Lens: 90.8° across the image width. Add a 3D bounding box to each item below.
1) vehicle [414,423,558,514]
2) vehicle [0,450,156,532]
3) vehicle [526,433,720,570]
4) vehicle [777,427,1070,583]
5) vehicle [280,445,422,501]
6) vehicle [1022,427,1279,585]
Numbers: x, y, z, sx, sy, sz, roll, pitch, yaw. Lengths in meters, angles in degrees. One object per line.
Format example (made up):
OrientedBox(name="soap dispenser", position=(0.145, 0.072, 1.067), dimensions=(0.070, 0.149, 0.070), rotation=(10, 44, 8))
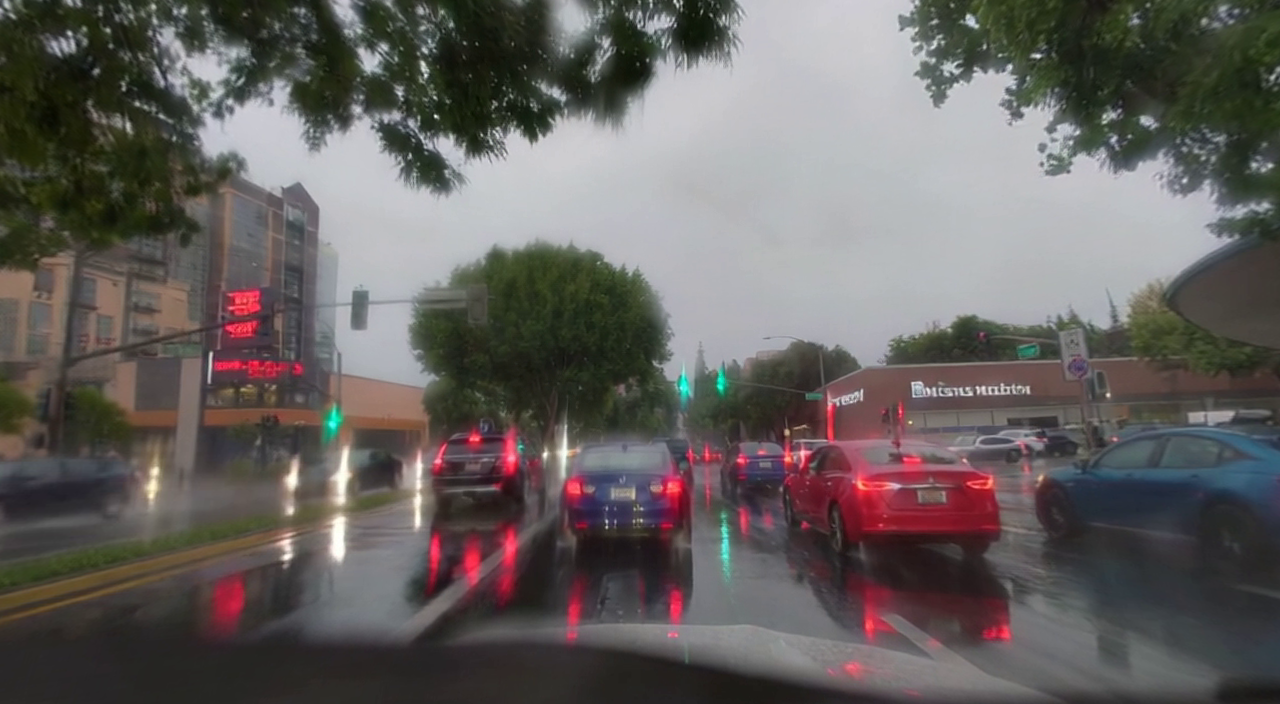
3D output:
OrientedBox(name="vehicle", position=(-3.439, 2.729, 15.379), dimensions=(2.160, 1.823, 5.115), rotation=(0, -8, 1))
OrientedBox(name="vehicle", position=(-12.631, 2.760, 12.924), dimensions=(1.872, 1.463, 4.455), rotation=(0, -8, 1))
OrientedBox(name="vehicle", position=(-0.149, 1.921, 8.883), dimensions=(2.098, 1.477, 3.897), rotation=(0, -8, 1))
OrientedBox(name="vehicle", position=(3.245, 1.814, 8.342), dimensions=(2.020, 1.513, 4.120), rotation=(0, -8, 1))
OrientedBox(name="vehicle", position=(-8.351, 3.502, 18.819), dimensions=(2.045, 1.438, 4.480), rotation=(0, -8, 1))
OrientedBox(name="vehicle", position=(7.194, 1.742, 7.834), dimensions=(2.004, 1.508, 4.646), rotation=(0, -8, 0))
